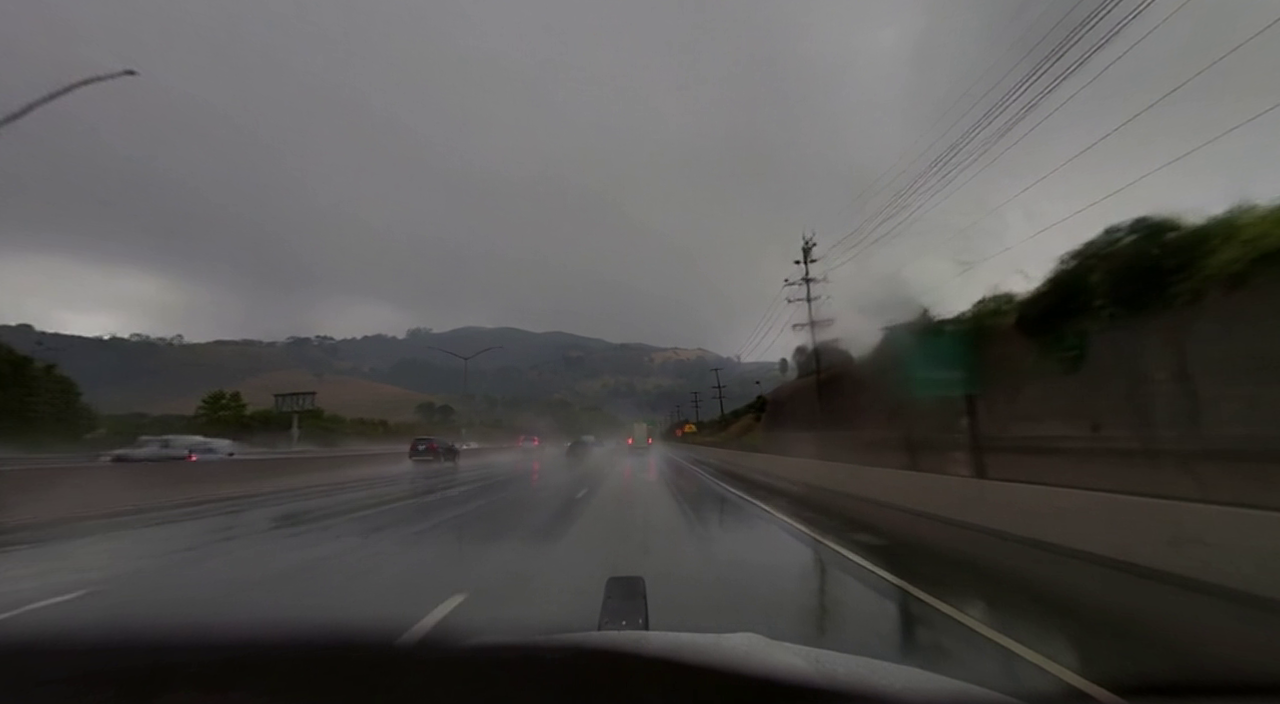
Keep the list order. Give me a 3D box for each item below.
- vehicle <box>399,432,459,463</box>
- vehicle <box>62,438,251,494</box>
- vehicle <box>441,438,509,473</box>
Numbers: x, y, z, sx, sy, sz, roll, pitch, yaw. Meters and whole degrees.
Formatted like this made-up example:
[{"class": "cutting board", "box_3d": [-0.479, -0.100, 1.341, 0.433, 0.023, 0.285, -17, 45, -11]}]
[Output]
[{"class": "vehicle", "box_3d": [-14.181, 6.469, 42.710, 2.172, 1.946, 5.017, 0, -9, 1]}, {"class": "vehicle", "box_3d": [-14.378, 3.401, 19.238, 1.885, 1.474, 4.849, 0, -9, 1]}, {"class": "vehicle", "box_3d": [-7.455, 4.729, 28.915, 1.899, 1.472, 4.202, 0, -8, 1]}]
